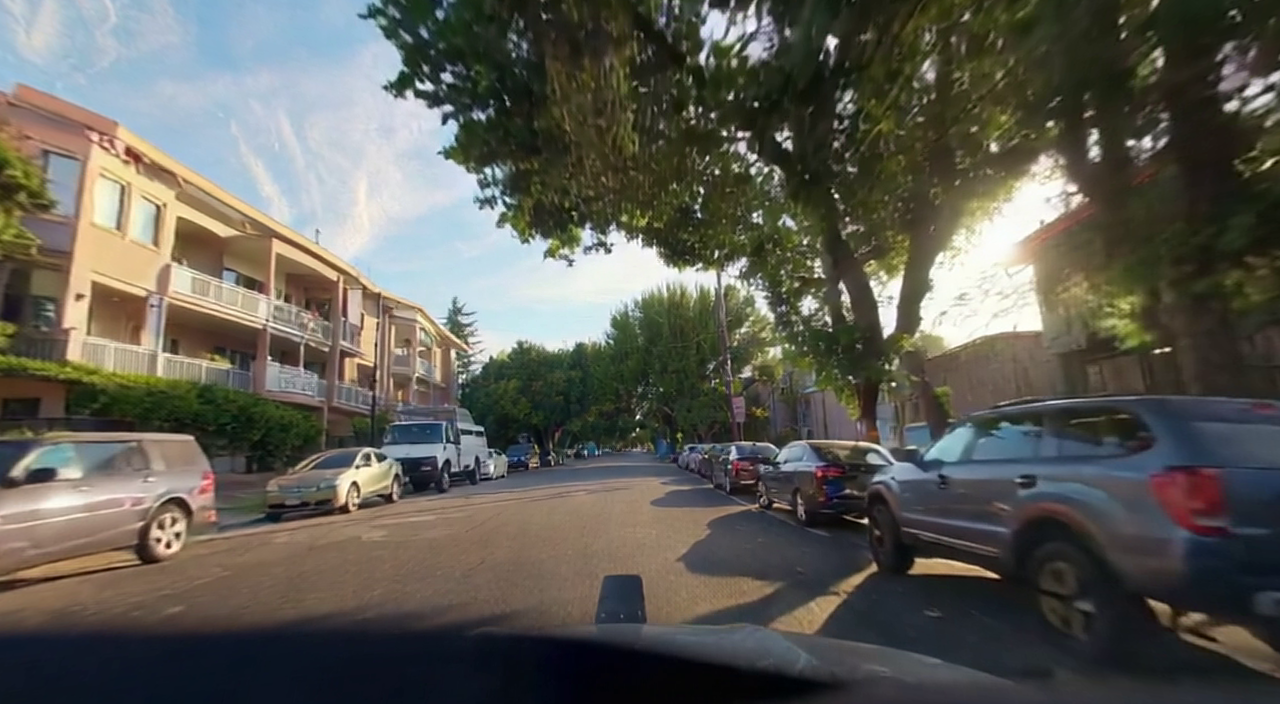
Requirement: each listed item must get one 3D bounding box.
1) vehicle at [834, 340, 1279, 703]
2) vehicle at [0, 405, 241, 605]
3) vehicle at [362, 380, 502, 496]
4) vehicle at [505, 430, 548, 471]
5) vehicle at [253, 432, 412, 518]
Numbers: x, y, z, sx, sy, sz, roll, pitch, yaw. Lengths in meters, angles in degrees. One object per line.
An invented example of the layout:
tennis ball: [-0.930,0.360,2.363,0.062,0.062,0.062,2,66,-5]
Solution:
vehicle: [3.667,1.228,5.467,2.185,1.888,4.724,0,-9,-4]
vehicle: [-7.579,1.708,7.537,2.209,2.003,5.270,0,-8,-1]
vehicle: [-7.532,3.307,23.951,2.901,3.610,6.707,-3,-9,1]
vehicle: [-7.207,6.281,40.456,1.889,2.463,4.142,0,-9,1]
vehicle: [-7.726,3.122,16.469,1.955,1.804,4.523,-3,-9,-1]
